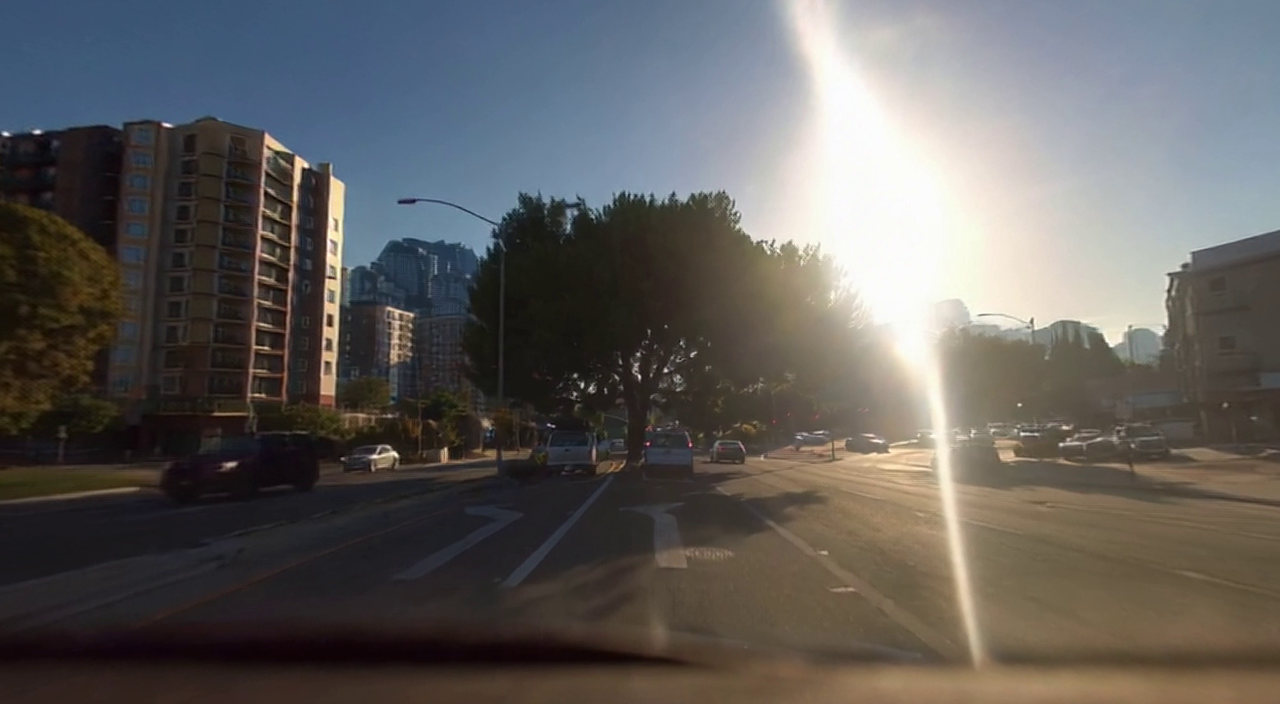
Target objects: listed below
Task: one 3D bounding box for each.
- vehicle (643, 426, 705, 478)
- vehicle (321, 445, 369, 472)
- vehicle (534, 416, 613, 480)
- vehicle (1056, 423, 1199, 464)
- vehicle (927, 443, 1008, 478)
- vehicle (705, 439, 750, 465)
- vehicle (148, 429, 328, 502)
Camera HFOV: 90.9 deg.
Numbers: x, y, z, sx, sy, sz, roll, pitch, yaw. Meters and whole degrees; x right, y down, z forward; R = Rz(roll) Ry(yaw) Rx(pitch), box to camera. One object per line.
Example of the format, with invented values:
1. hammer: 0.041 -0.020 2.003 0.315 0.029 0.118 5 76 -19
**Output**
1. vehicle: 1.233 3.899 24.753 2.222 1.841 4.031 0 -8 0
2. vehicle: -17.984 6.423 38.321 1.993 1.462 4.586 5 -10 -32
3. vehicle: -2.364 3.637 23.984 2.396 2.143 4.824 0 -8 1
4. vehicle: 23.824 4.520 31.013 5.050 1.756 2.206 -2 -9 2
5. vehicle: 14.855 4.907 28.855 1.706 1.474 3.761 0 -8 1
6. vehicle: 5.307 6.121 38.783 2.075 1.486 4.316 0 -8 0
7. vehicle: -11.102 3.145 17.948 2.098 1.760 4.654 0 -8 -1
